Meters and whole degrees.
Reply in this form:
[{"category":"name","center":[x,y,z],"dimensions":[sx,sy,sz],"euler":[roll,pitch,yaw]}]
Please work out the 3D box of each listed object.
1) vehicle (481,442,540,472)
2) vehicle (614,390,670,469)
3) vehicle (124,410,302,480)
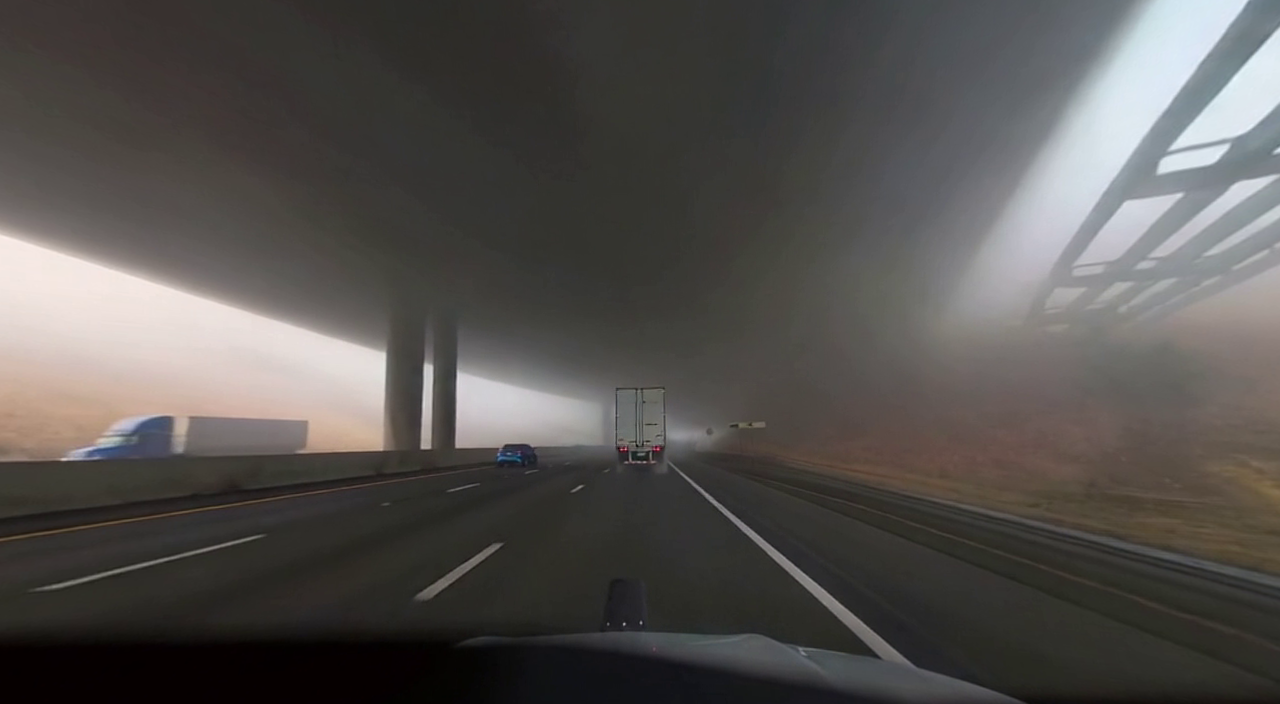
[{"category":"vehicle","center":[-6.860,5.609,33.933],"dimensions":[2.078,1.496,4.563],"euler":[0,-8,1]},{"category":"vehicle","center":[0.103,4.816,38.082],"dimensions":[2.866,4.014,11.261],"euler":[0,-8,0]},{"category":"vehicle","center":[-25.941,5.834,39.472],"dimensions":[2.971,3.747,10.999],"euler":[-1,-9,3]}]
